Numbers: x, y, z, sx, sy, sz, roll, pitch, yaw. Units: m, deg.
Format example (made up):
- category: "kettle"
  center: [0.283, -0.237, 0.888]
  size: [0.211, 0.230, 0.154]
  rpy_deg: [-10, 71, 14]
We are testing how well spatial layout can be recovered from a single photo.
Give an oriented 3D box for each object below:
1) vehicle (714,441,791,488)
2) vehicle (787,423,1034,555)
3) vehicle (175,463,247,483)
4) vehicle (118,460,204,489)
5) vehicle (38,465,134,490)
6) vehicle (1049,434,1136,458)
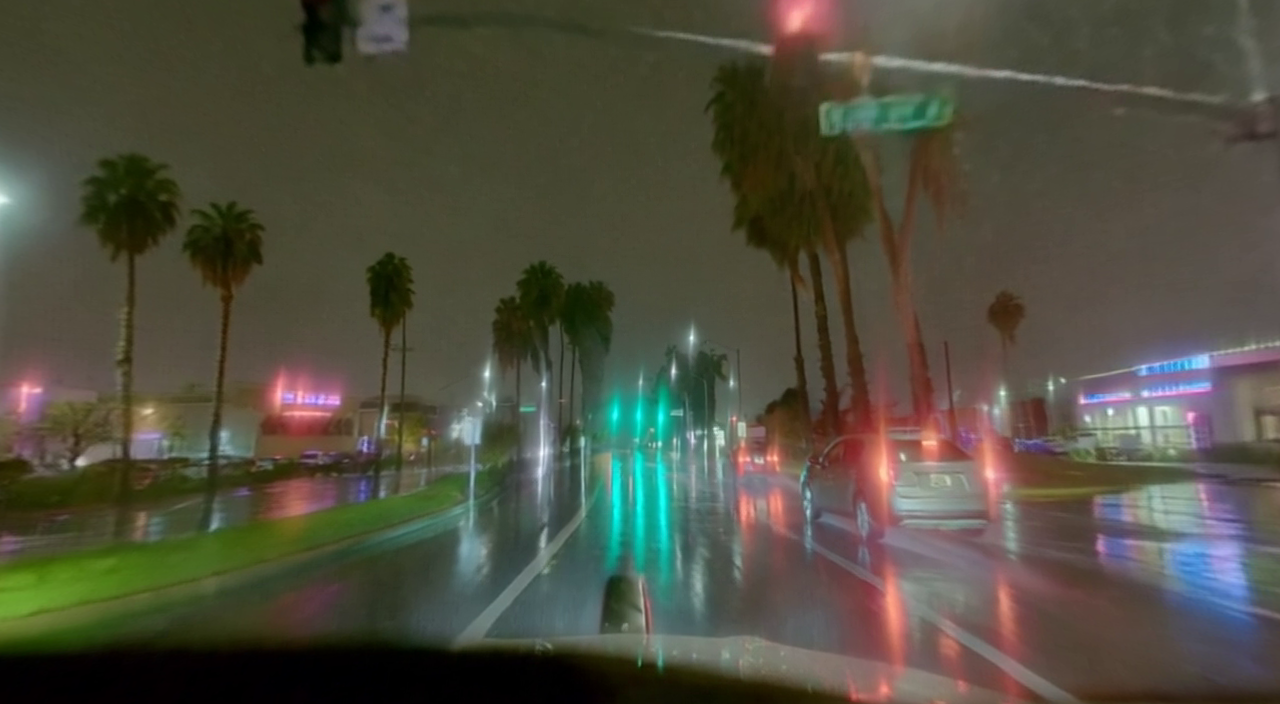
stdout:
- category: "vehicle"
  center: [3.877, 3.964, 22.579]
  size: [1.870, 1.467, 4.800]
  rpy_deg: [0, -9, 0]
- category: "vehicle"
  center: [3.683, 1.938, 9.571]
  size: [1.931, 1.534, 4.126]
  rpy_deg: [-1, -9, 1]
- category: "vehicle"
  center: [-32.745, 9.224, 48.148]
  size: [4.252, 1.419, 1.997]
  rpy_deg: [-2, -9, 11]
- category: "vehicle"
  center: [-33.514, 8.559, 44.216]
  size: [4.422, 1.599, 2.087]
  rpy_deg: [-4, -8, 1]
- category: "vehicle"
  center: [-36.365, 8.240, 41.445]
  size: [4.500, 1.448, 1.901]
  rpy_deg: [-1, -8, 1]
- category: "vehicle"
  center: [29.177, 6.072, 40.786]
  size: [1.759, 1.440, 4.112]
  rpy_deg: [3, -9, -24]
